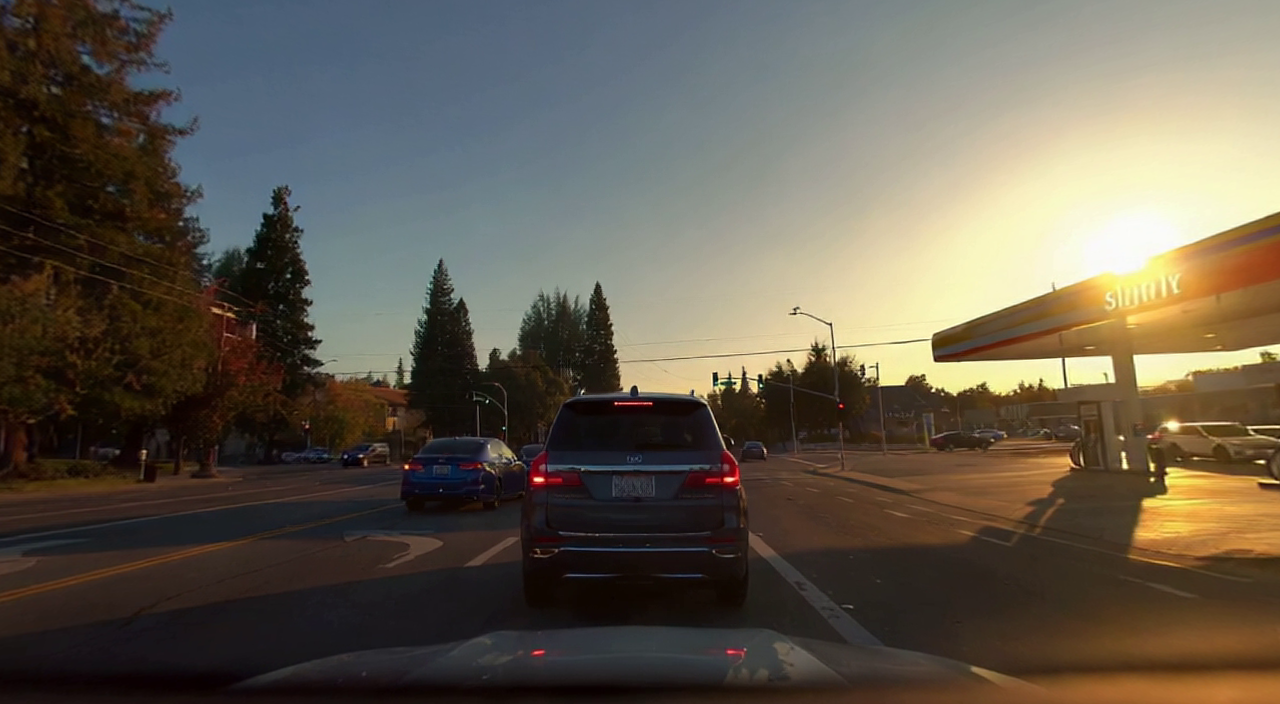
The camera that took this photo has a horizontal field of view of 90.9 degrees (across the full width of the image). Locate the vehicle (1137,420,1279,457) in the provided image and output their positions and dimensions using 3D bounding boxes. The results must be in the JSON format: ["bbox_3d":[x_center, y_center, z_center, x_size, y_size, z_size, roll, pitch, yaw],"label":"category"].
[{"bbox_3d":[25.940,3.968,28.786,4.551,1.616,1.973,-2,-9,11],"label":"vehicle"}]

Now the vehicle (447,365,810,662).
[{"bbox_3d":[0.011,1.318,6.135,2.236,1.819,4.291,-1,-9,3],"label":"vehicle"}]

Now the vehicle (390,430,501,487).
[{"bbox_3d":[-6.650,3.706,22.182,2.065,1.753,4.525,-1,-9,6],"label":"vehicle"}]
